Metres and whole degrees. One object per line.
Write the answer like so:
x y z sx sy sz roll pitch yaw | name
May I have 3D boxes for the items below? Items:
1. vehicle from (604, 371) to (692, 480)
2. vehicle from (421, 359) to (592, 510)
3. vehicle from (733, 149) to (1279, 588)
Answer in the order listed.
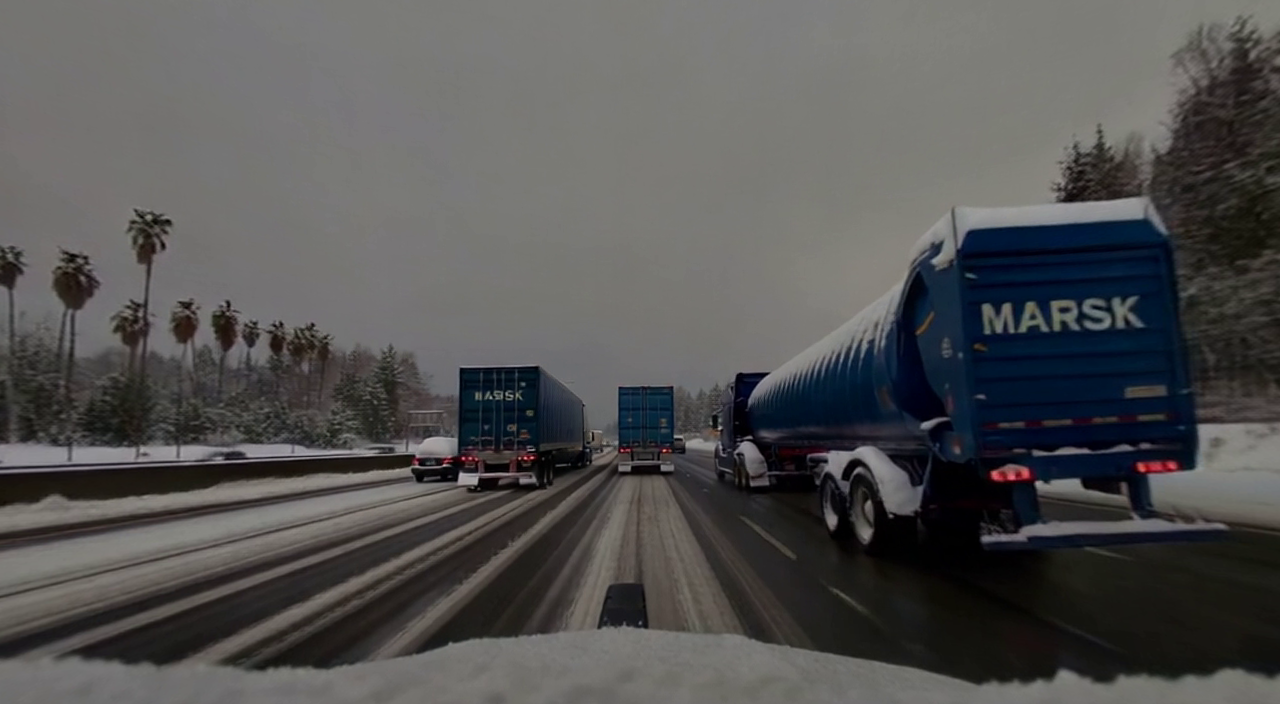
0.352 3.948 31.560 3.097 3.856 18.209 0 -9 0 | vehicle
-3.278 2.548 19.141 2.786 3.228 11.082 0 -8 0 | vehicle
4.430 1.097 13.170 2.887 4.178 14.553 0 -8 0 | vehicle
